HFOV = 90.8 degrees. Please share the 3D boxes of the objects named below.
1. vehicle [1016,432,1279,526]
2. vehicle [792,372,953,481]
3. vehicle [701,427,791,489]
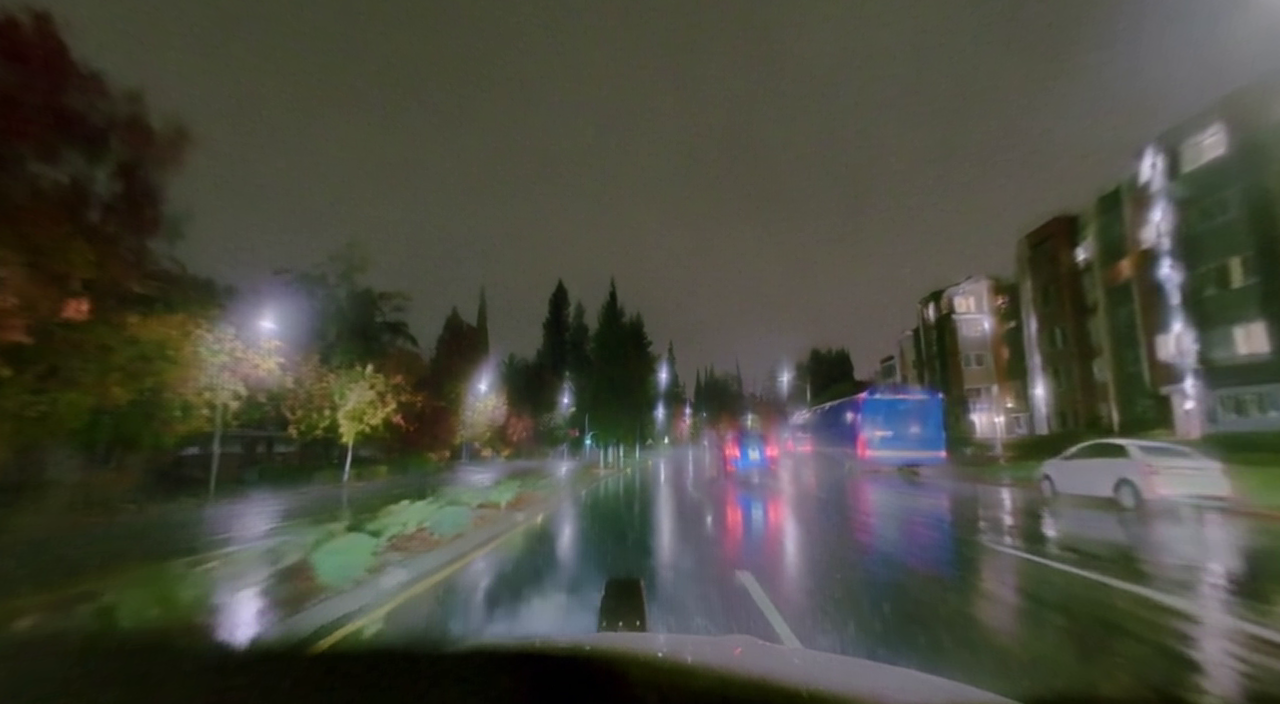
[{"bbox_3d":[9.979,2.444,12.834,1.870,1.504,4.823,0,-8,2],"label":"vehicle"},{"bbox_3d":[11.082,4.199,33.409,2.887,4.158,18.418,-1,-8,4],"label":"vehicle"},{"bbox_3d":[3.329,3.455,20.839,2.215,1.812,4.569,0,-9,1],"label":"vehicle"}]
